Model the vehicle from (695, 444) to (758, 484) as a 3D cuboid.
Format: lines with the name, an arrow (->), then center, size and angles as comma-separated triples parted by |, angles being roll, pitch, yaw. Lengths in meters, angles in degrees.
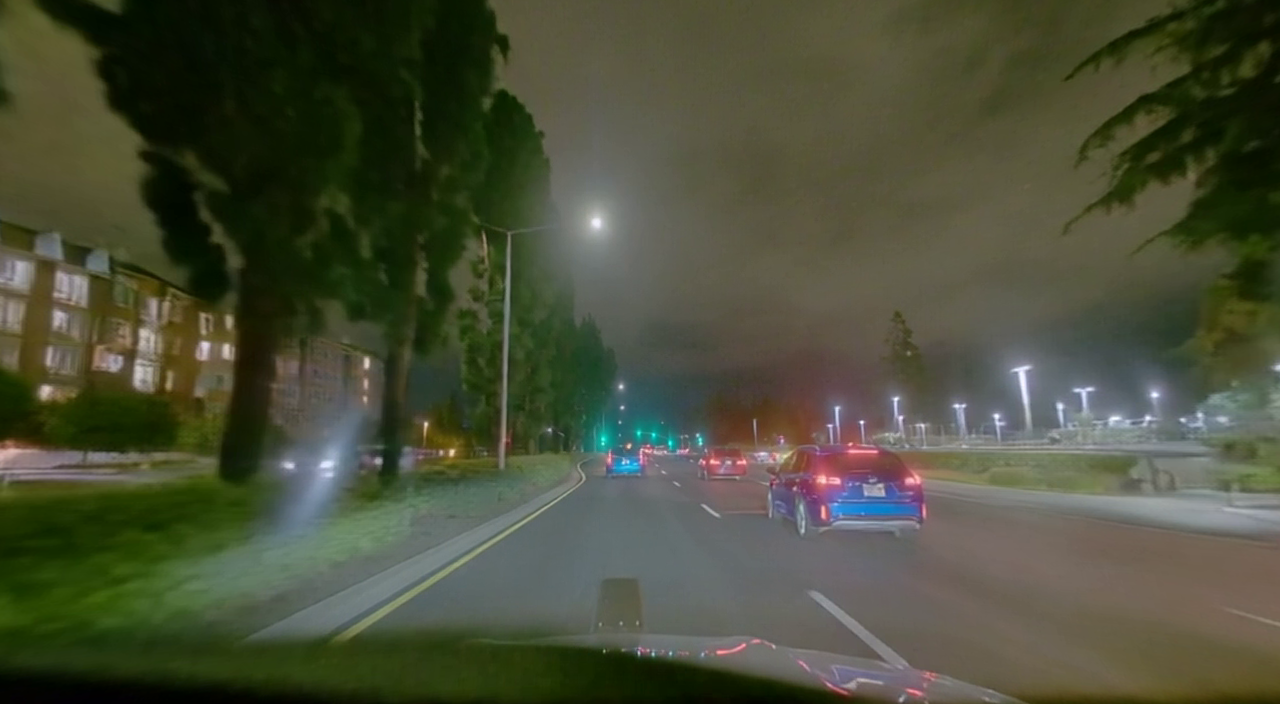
vehicle -> 3.403, 4.502, 25.635 | 1.908, 1.453, 4.230 | 0, -9, -1

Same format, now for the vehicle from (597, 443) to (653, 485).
vehicle -> -0.541, 4.304, 24.549 | 1.994, 1.479, 3.647 | 0, -9, 0

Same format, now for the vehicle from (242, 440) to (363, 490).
vehicle -> -12.412, 4.177, 23.651 | 2.021, 1.676, 4.547 | 0, -9, -1

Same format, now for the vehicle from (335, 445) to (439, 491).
vehicle -> -9.038, 4.171, 23.034 | 1.943, 1.483, 4.439 | 0, -9, 0

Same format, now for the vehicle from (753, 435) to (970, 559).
vehicle -> 3.053, 2.065, 9.676 | 1.852, 1.498, 3.825 | 0, -9, -1

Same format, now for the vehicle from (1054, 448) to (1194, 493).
vehicle -> 17.502, 4.240, 22.879 | 4.113, 1.492, 2.063 | 3, -9, -21
